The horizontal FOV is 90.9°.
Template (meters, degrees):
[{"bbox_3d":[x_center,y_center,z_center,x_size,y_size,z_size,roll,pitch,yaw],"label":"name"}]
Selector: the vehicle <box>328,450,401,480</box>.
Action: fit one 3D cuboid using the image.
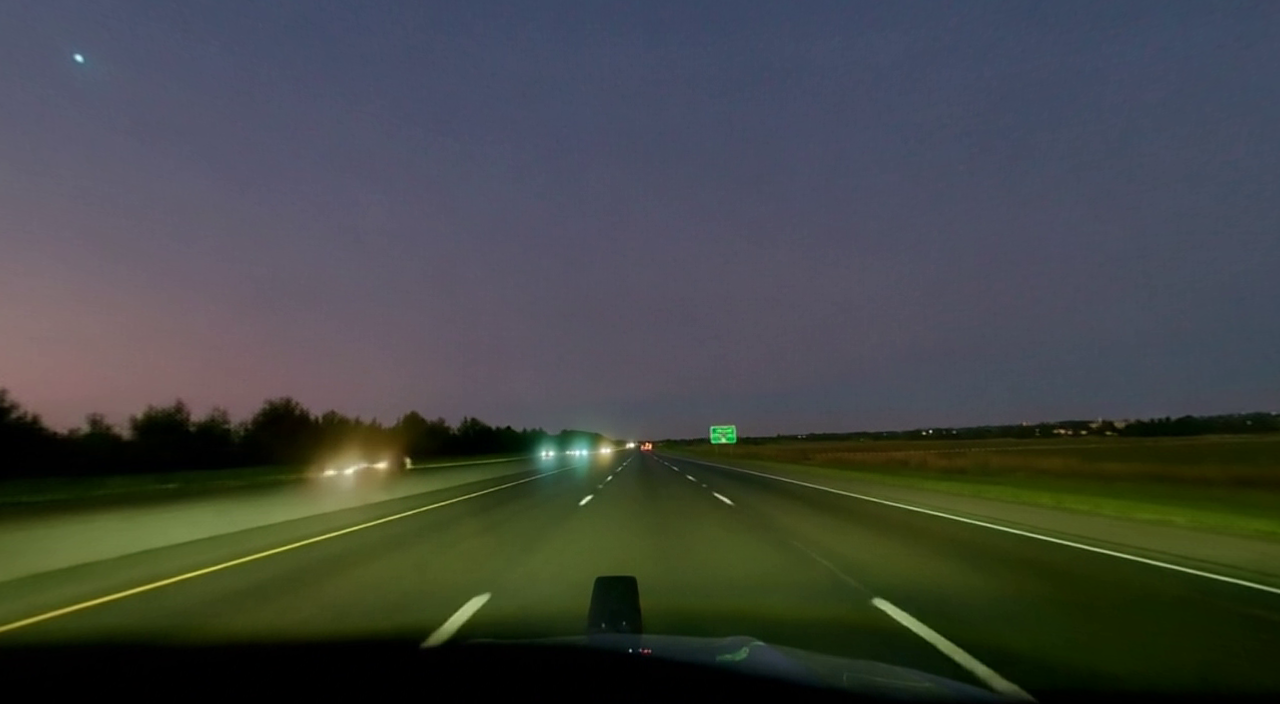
[{"bbox_3d":[-15.068,6.183,34.753,1.910,1.495,4.456,0,-9,1],"label":"vehicle"}]
